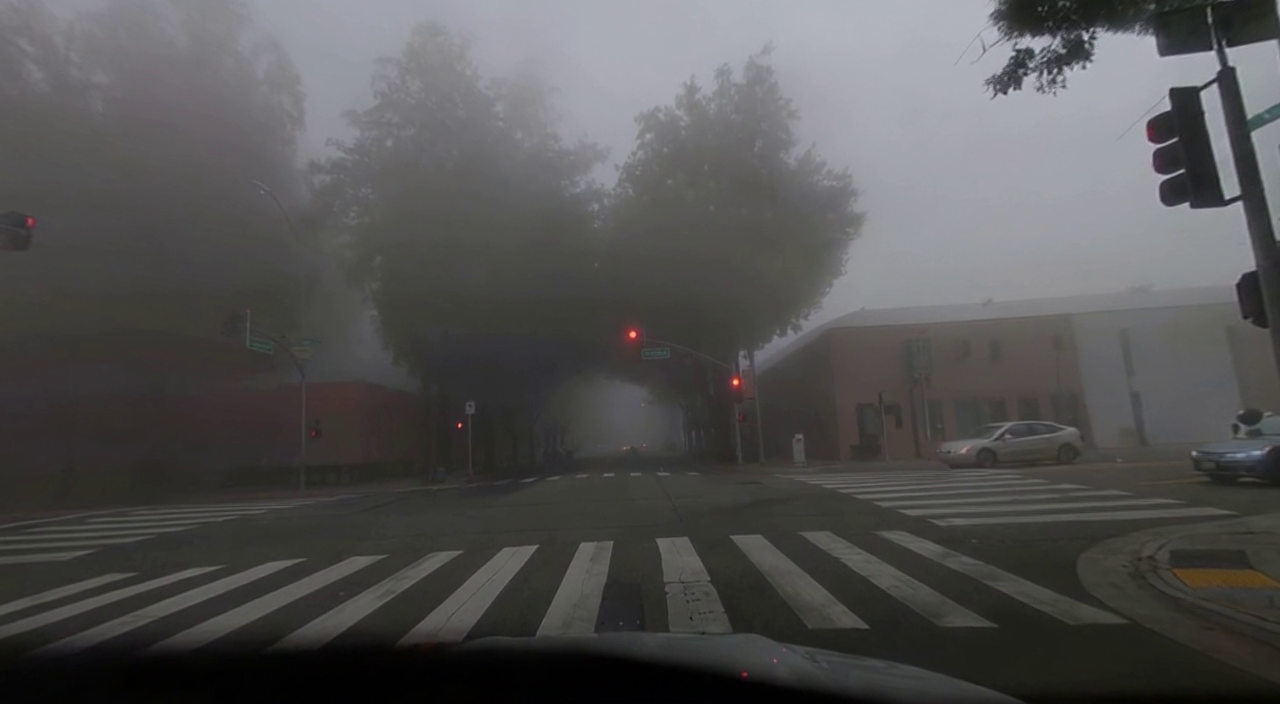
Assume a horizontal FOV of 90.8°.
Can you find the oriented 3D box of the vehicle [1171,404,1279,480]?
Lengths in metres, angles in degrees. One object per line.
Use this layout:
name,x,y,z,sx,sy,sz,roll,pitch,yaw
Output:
vehicle,14.443,1.908,13.381,4.632,1.484,1.907,0,-8,-1
